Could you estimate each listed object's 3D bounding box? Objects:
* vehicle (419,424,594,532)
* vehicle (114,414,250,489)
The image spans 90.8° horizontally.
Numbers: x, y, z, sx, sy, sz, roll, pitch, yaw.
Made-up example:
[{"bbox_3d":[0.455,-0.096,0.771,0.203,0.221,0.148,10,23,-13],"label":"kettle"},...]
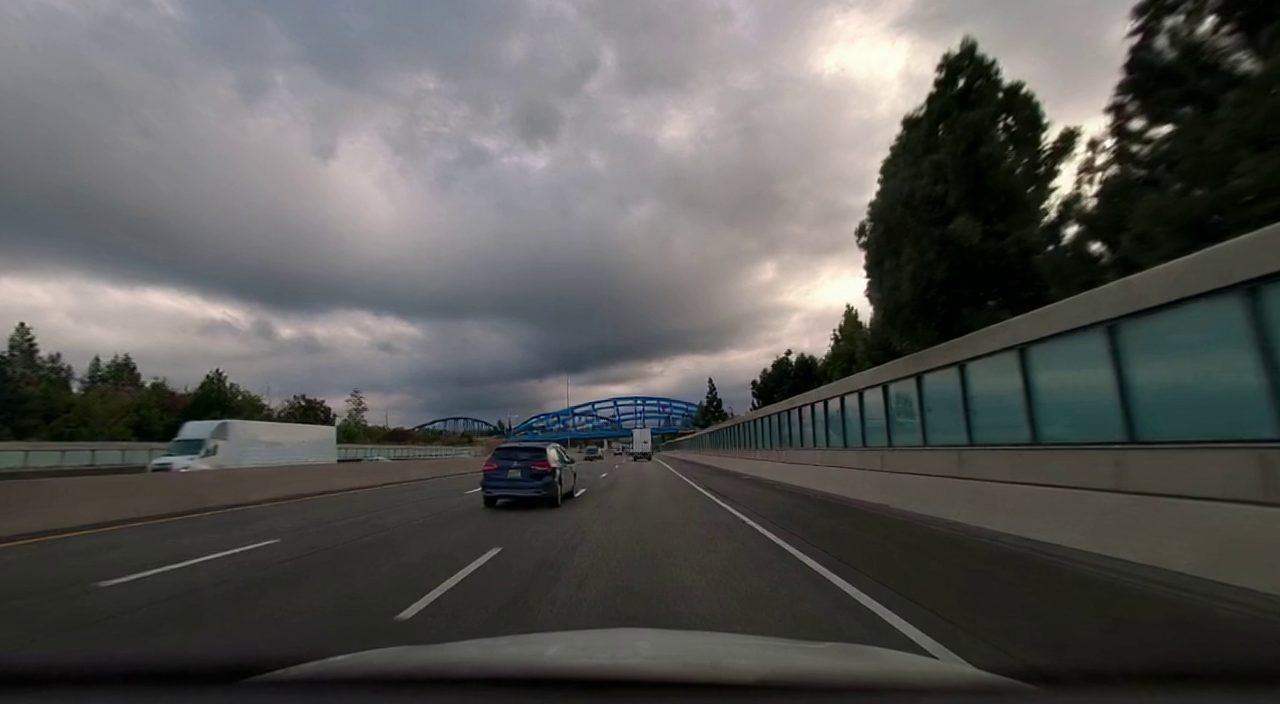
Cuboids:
[{"bbox_3d":[-2.318,2.389,12.506,2.299,1.716,4.579,-1,-9,2],"label":"vehicle"},{"bbox_3d":[-25.693,5.628,35.848,3.209,3.834,5.863,0,-9,-1],"label":"vehicle"}]
